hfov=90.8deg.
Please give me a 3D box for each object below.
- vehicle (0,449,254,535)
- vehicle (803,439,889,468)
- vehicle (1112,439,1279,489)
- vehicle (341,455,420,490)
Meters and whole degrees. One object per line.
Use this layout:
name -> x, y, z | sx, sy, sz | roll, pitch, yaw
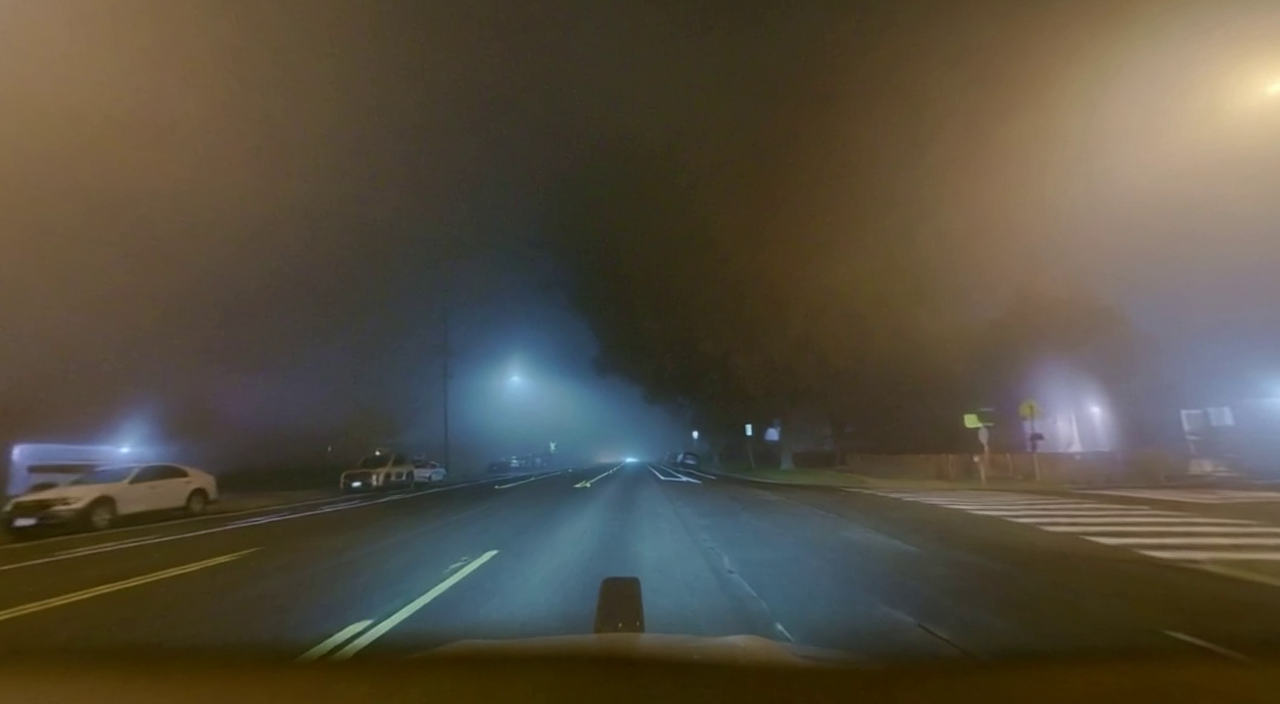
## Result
vehicle -> -12.537, 3.372, 16.038 | 2.128, 1.768, 5.306 | 0, -9, 0
vehicle -> 12.952, 6.375, 39.851 | 4.696, 1.732, 1.968 | 0, -9, 0
vehicle -> 18.146, 3.538, 20.152 | 4.625, 1.480, 1.971 | 0, -9, -3
vehicle -> -12.655, 5.878, 31.156 | 1.926, 1.533, 4.557 | 0, -9, 1
